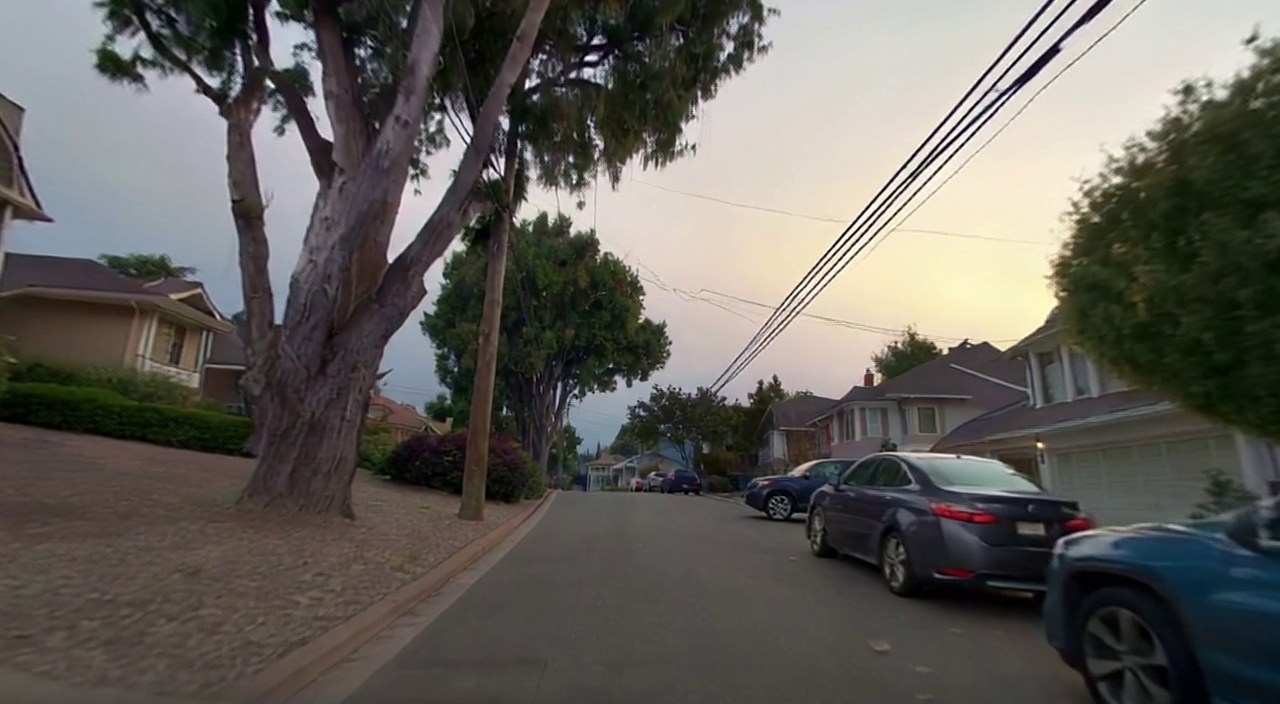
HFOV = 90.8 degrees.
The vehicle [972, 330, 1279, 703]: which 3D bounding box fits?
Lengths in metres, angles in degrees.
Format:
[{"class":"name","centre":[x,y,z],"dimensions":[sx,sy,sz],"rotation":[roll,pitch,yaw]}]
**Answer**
[{"class":"vehicle","centre":[3.227,0.726,1.483],"dimensions":[2.076,1.780,4.959],"rotation":[0,-8,-2]}]

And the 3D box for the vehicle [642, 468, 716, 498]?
[{"class":"vehicle","centre":[2.448,8.348,40.508],"dimensions":[4.413,1.728,1.869],"rotation":[1,-9,-10]}]
